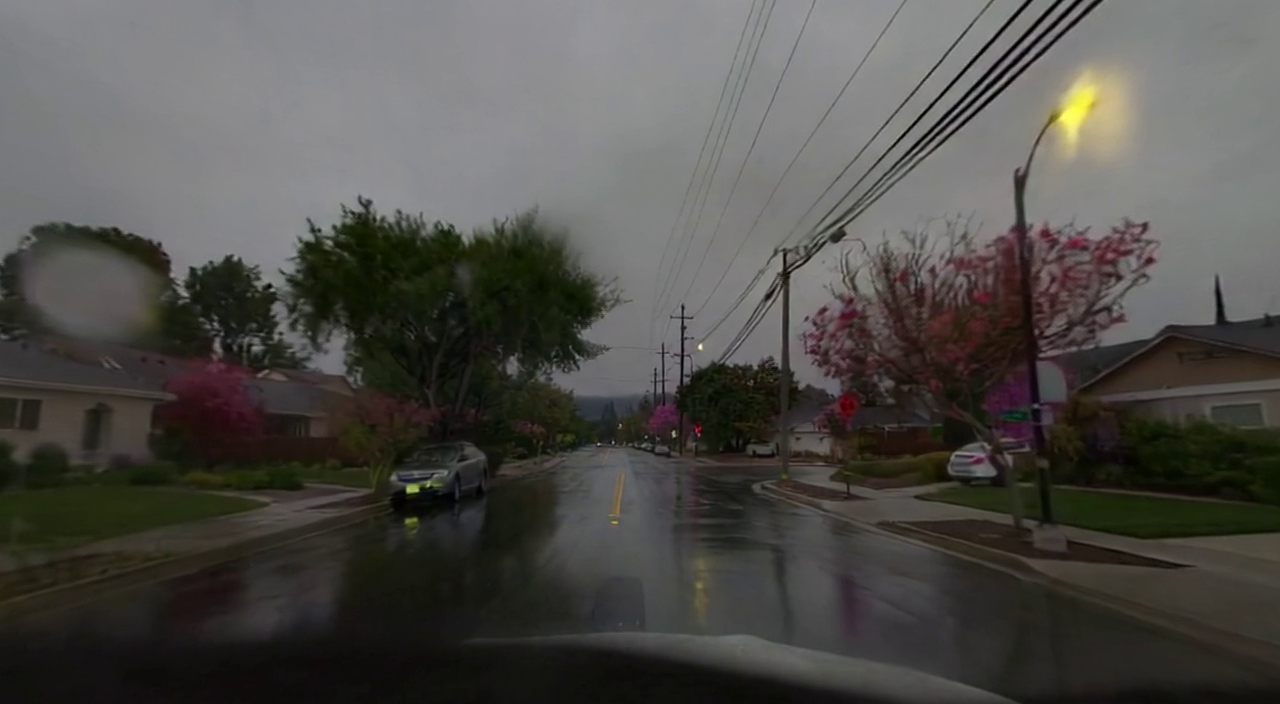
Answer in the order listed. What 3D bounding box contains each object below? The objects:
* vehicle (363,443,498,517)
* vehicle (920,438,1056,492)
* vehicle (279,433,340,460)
[{"bbox_3d":[-5.038,3.098,15.954,1.938,1.508,4.481,0,-7,-1],"label":"vehicle"},{"bbox_3d":[11.371,3.697,21.092,1.881,1.574,4.670,0,-8,0],"label":"vehicle"},{"bbox_3d":[-19.790,5.644,37.753,4.472,1.492,1.870,-8,-12,44],"label":"vehicle"}]
